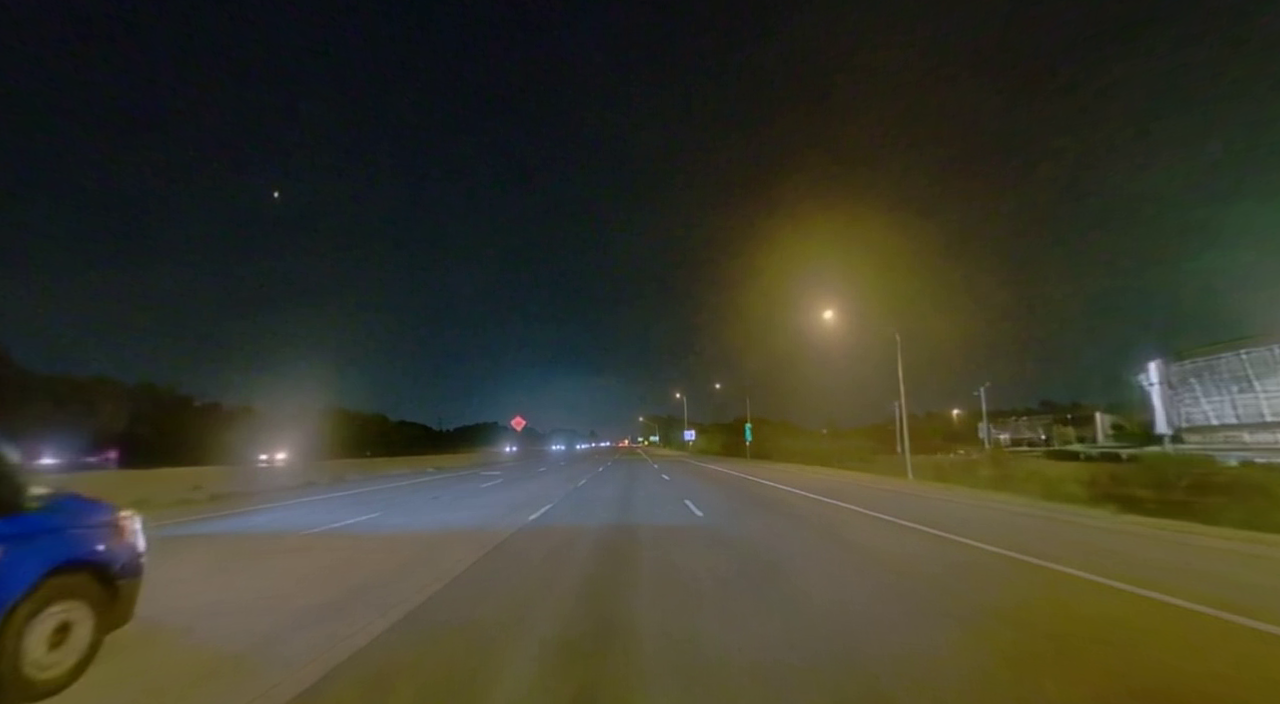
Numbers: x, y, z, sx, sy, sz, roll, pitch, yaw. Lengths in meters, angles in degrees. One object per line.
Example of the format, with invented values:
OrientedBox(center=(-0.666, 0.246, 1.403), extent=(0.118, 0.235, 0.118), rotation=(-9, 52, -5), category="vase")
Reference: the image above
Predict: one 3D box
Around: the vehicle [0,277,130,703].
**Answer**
OrientedBox(center=(-3.686, 0.434, 0.969), extent=(2.046, 1.982, 4.465), rotation=(0, -9, -1), category="vehicle")

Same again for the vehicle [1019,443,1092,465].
OrientedBox(center=(29.638, 7.282, 45.094), extent=(3.810, 1.500, 1.922), rotation=(0, -8, 0), category="vehicle")

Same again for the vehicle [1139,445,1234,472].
OrientedBox(center=(30.008, 5.860, 34.745), extent=(3.595, 1.393, 1.803), rotation=(0, -8, -2), category="vehicle")
